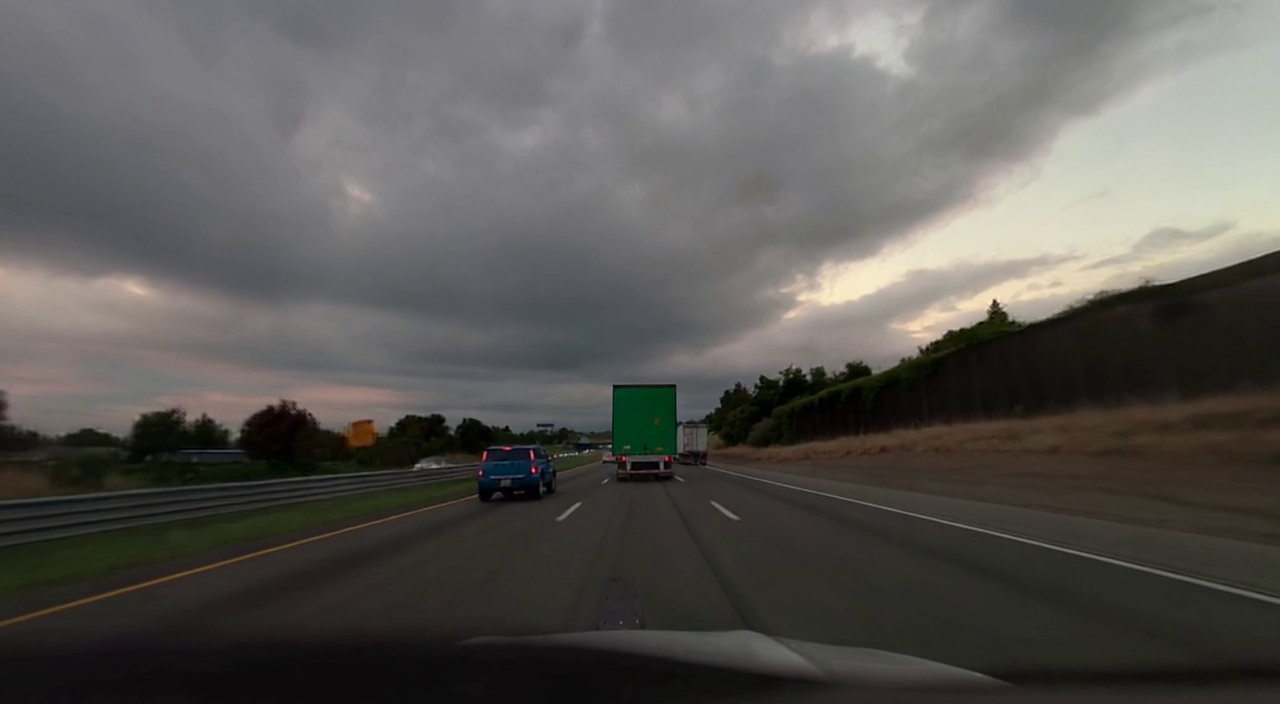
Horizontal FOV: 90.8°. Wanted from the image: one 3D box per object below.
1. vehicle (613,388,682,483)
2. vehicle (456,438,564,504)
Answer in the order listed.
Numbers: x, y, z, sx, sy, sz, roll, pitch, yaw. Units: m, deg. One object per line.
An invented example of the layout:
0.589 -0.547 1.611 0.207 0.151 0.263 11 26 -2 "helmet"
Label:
0.296 4.418 32.600 2.932 4.042 11.054 0 -9 0 "vehicle"
-3.572 3.359 18.258 2.173 1.657 4.401 0 -9 0 "vehicle"
